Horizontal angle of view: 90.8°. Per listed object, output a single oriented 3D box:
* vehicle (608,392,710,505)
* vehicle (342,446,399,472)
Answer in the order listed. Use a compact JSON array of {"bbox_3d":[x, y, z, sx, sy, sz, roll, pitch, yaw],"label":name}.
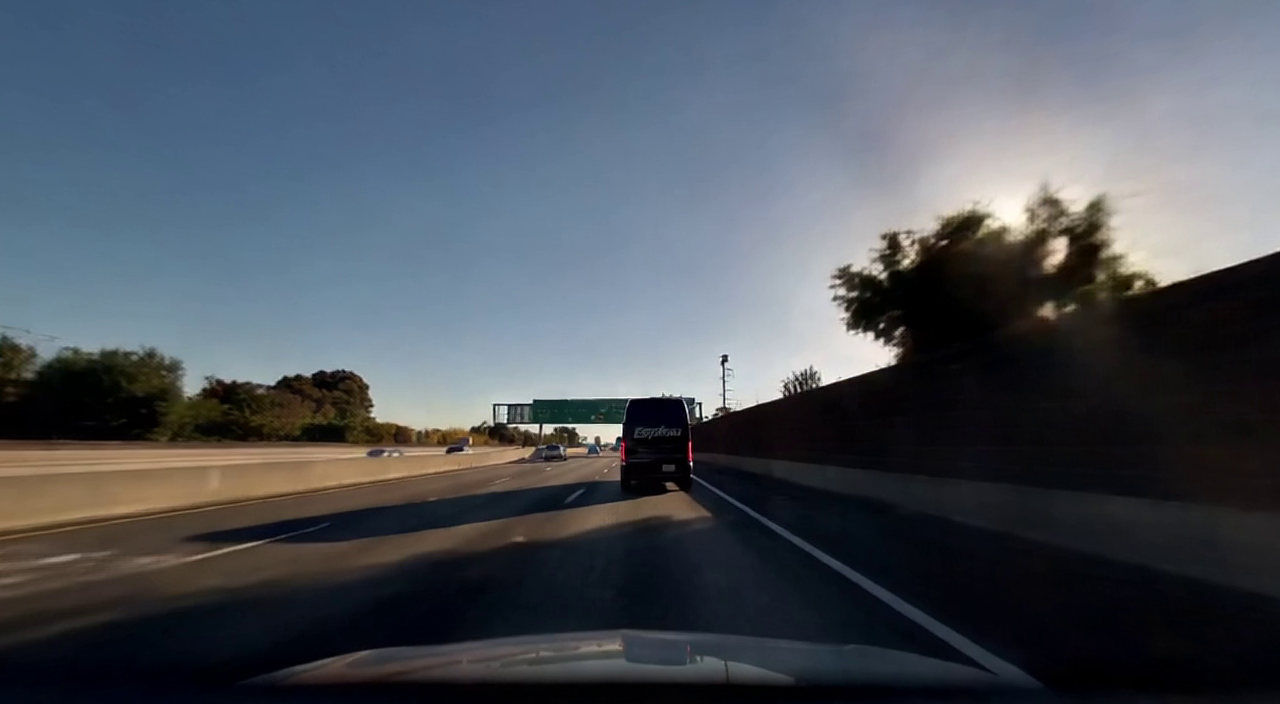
[{"bbox_3d":[0.354,2.596,17.099,2.332,2.558,5.314,0,-9,-2],"label":"vehicle"},{"bbox_3d":[-15.713,6.238,36.941,1.651,1.410,3.840,0,-9,0],"label":"vehicle"}]
